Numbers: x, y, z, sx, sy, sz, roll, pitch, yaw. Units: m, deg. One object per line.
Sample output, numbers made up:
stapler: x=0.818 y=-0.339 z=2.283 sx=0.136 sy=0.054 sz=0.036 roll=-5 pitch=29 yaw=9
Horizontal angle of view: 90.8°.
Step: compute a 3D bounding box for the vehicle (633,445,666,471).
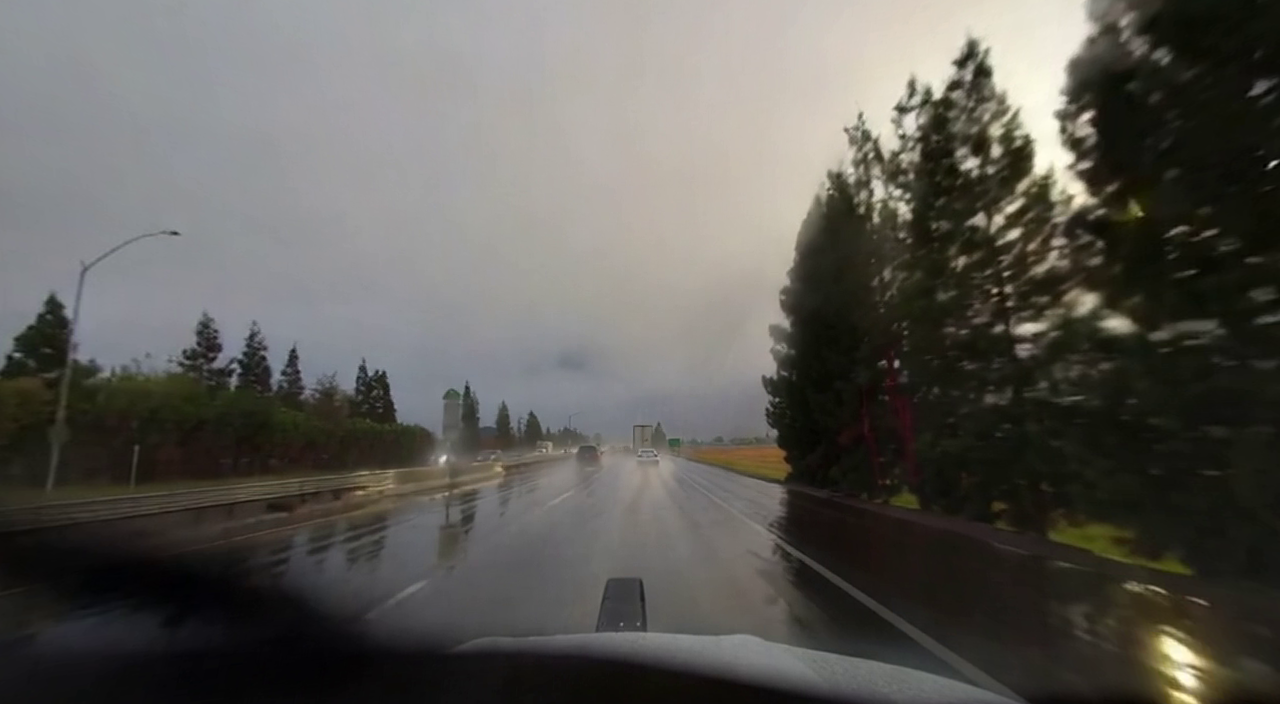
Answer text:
vehicle: x=0.570 y=6.903 z=41.307 sx=1.992 sy=1.593 sz=3.937 roll=0 pitch=-9 yaw=-1
